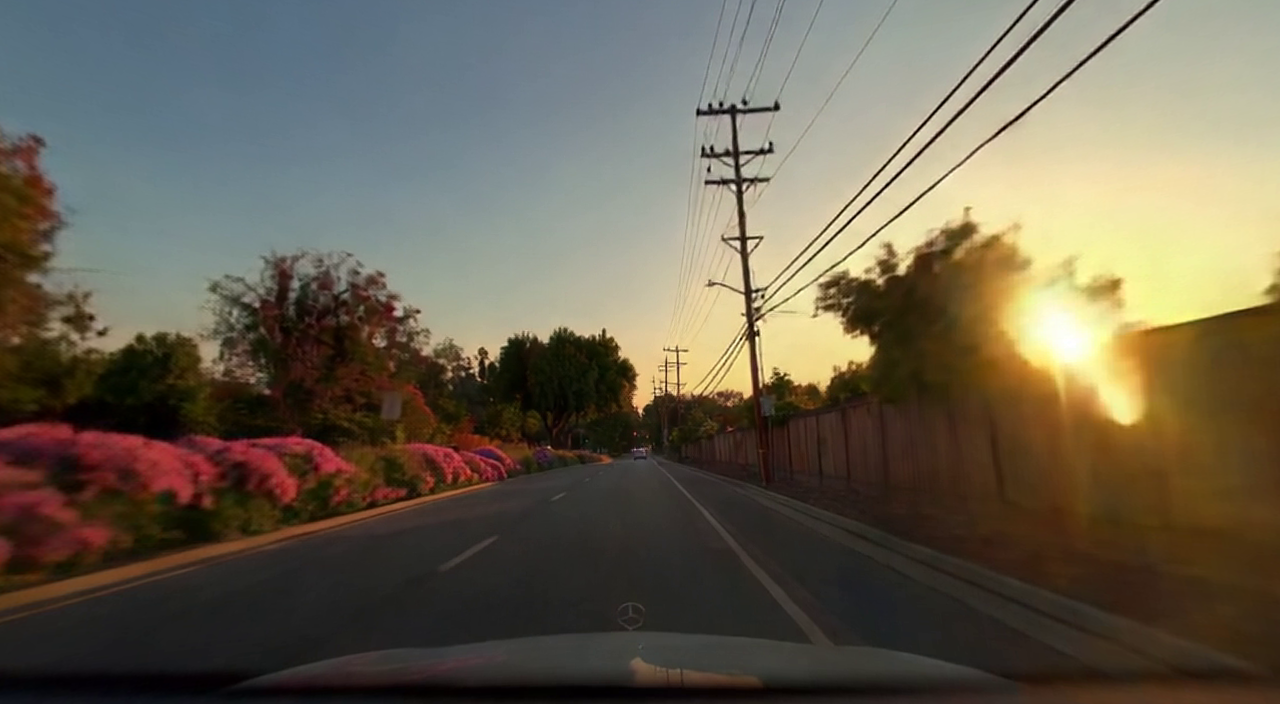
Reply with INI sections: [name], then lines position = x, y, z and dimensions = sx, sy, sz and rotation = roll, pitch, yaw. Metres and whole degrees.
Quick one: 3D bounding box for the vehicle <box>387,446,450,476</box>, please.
[vehicle]
position = -15.560, 7.669, 44.612
dimensions = 2.269, 1.943, 5.876
rotation = 0, -8, 0
